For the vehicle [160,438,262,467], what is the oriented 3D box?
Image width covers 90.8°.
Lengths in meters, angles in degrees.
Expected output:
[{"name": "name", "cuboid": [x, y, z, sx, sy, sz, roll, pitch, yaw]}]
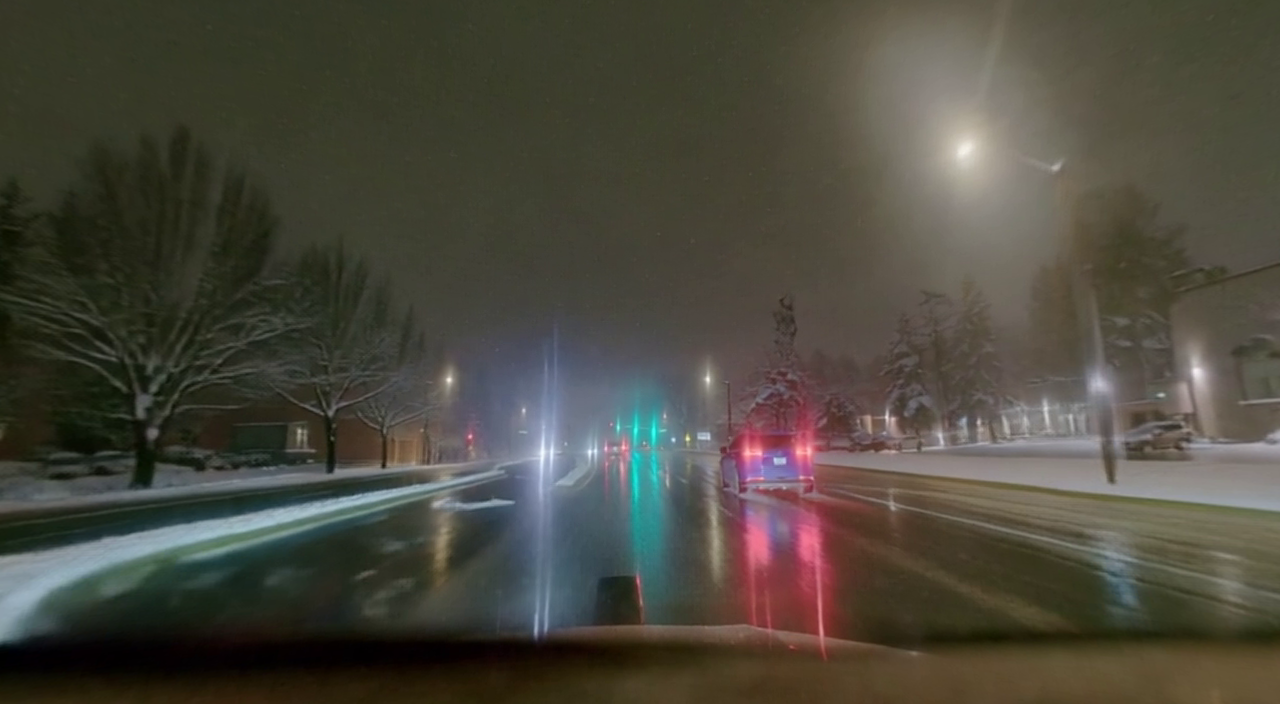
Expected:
[{"name": "vehicle", "cuboid": [-30.215, 7.090, 44.641, 5.496, 1.884, 2.189, 1, -8, -1]}]

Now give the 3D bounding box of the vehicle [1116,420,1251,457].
[{"name": "vehicle", "cuboid": [34.435, 5.456, 40.123, 6.681, 2.063, 2.342, -1, -8, -6]}]

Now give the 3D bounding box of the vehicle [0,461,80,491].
[{"name": "vehicle", "cuboid": [-30.394, 6.072, 31.057, 3.840, 1.393, 1.911, 0, -9, -2]}]

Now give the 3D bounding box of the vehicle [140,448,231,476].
[{"name": "vehicle", "cuboid": [-30.069, 7.281, 41.896, 4.399, 1.729, 2.076, 0, -9, 0]}]

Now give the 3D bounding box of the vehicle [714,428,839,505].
[{"name": "vehicle", "cuboid": [3.227, 2.825, 15.978, 2.060, 1.665, 4.284, 0, -9, -2]}]
